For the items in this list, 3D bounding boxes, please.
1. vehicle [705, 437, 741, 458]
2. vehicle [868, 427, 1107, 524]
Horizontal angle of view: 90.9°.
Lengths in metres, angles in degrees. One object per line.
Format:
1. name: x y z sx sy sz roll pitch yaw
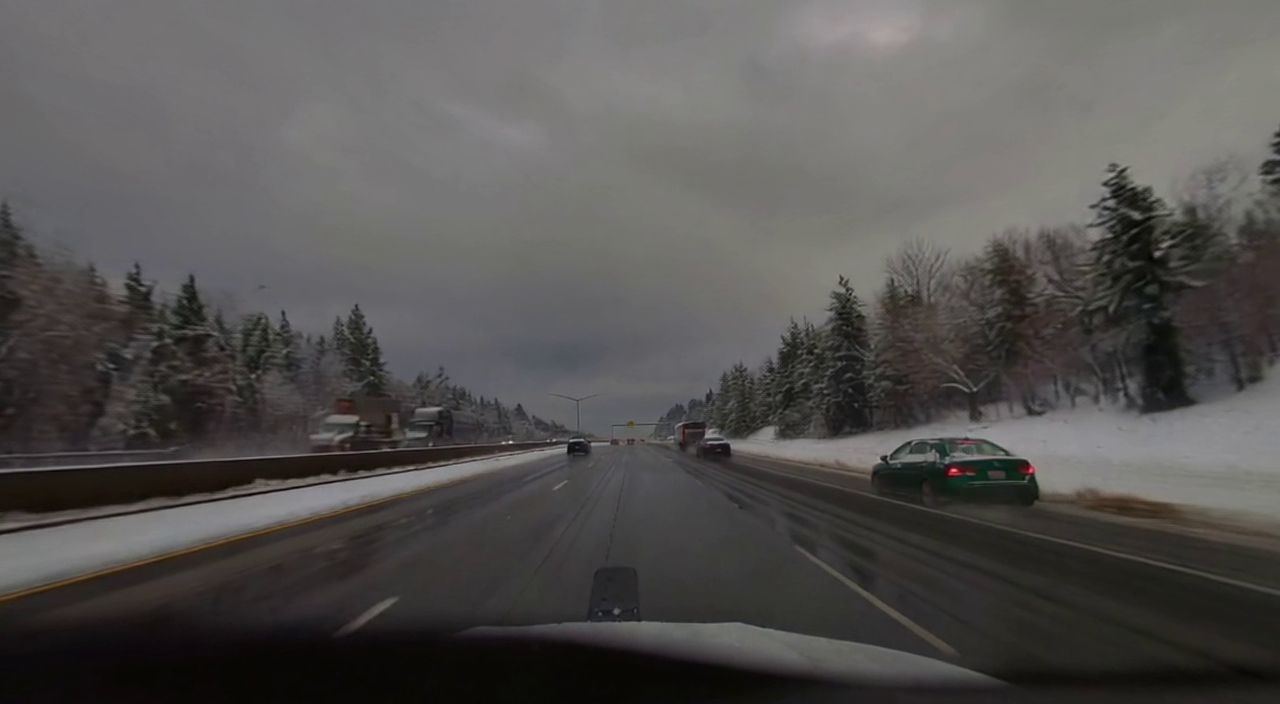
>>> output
1. vehicle: 5.763 6.658 44.196 1.920 1.436 3.890 0 -8 -2
2. vehicle: 6.195 2.212 11.983 2.028 1.488 4.236 0 -8 -2
